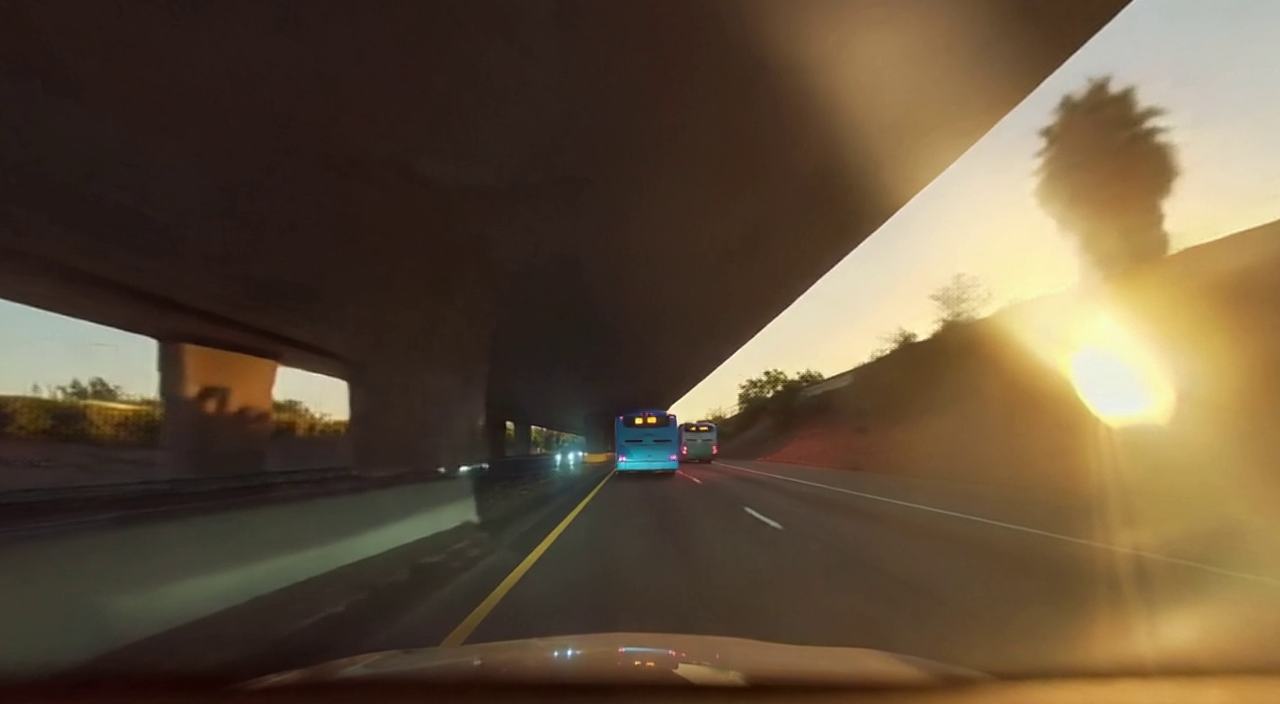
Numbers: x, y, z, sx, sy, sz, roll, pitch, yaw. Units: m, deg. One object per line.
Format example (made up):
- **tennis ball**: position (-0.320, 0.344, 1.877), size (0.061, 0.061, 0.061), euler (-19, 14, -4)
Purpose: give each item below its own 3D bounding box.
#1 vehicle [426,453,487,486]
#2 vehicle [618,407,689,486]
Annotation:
- **vehicle**: position (-9.464, 6.086, 32.695), size (1.878, 1.504, 4.116), euler (-1, -9, 1)
- **vehicle**: position (0.402, 3.697, 24.484), size (2.414, 2.675, 5.574), euler (0, -9, -1)
